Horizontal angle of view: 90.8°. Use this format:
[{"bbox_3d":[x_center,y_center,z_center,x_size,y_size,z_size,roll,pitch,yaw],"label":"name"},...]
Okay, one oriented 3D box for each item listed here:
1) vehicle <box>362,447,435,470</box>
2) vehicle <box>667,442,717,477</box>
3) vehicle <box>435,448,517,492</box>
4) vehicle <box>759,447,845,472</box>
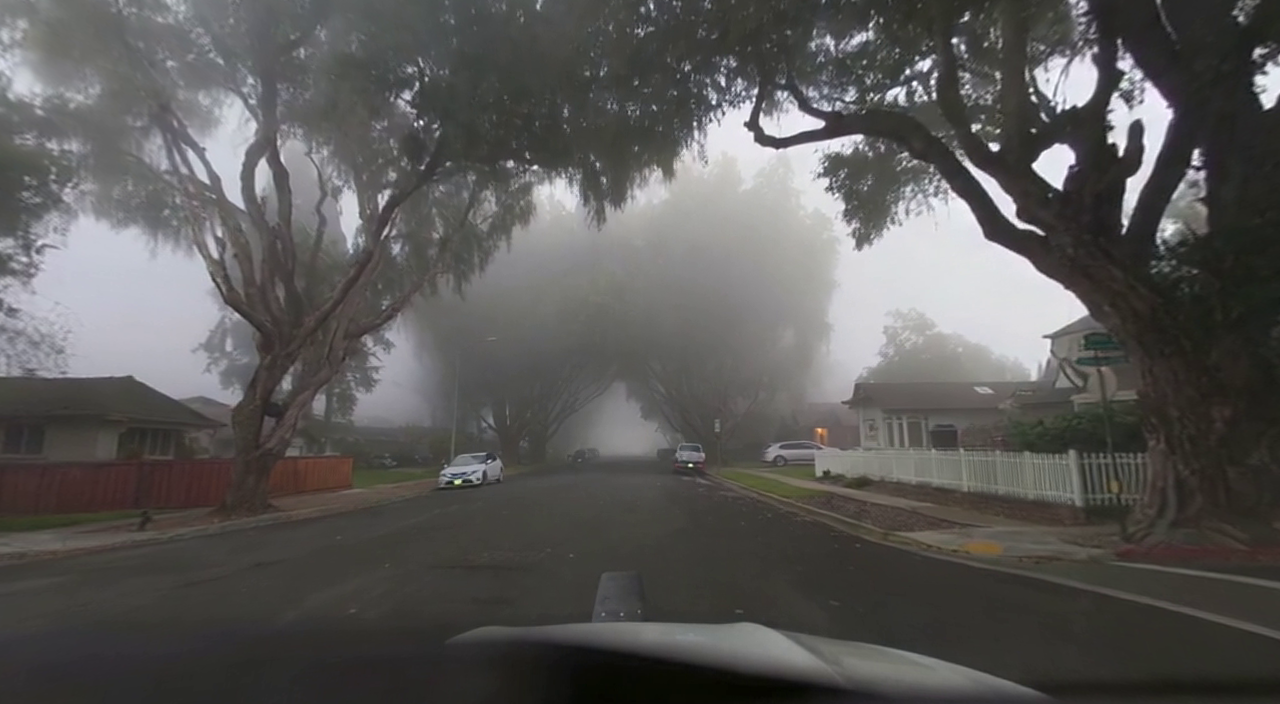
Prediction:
[{"bbox_3d":[-16.561,7.291,43.439,4.276,1.463,1.832,-1,-8,6],"label":"vehicle"},{"bbox_3d":[2.896,6.129,36.352,2.241,1.875,5.059,1,-8,-2],"label":"vehicle"},{"bbox_3d":[-6.609,4.776,25.960,2.099,1.399,4.357,-4,-7,1],"label":"vehicle"},{"bbox_3d":[10.133,6.756,39.889,5.041,1.486,1.969,-1,-8,8],"label":"vehicle"}]
